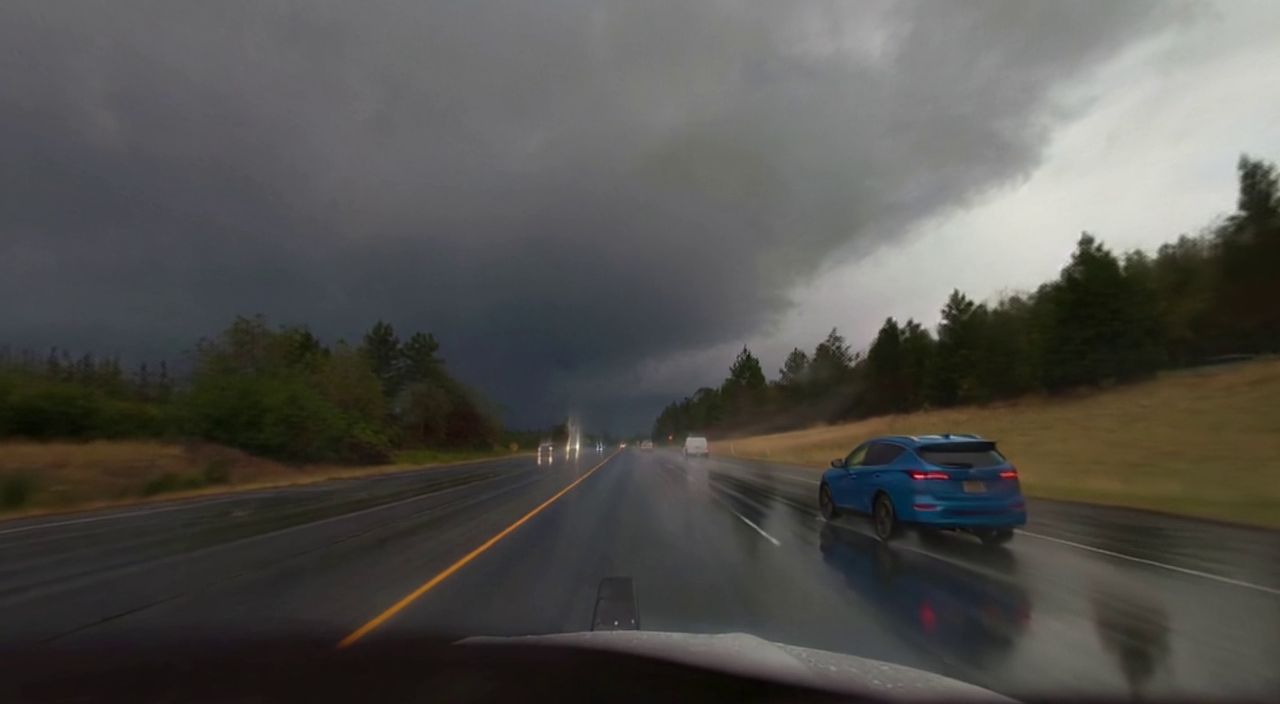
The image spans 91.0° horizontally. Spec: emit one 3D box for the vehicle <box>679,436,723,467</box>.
[{"bbox_3d":[3.450,5.727,36.398,2.043,1.673,4.016,0,-8,-2],"label":"vehicle"}]

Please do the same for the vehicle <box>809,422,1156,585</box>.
[{"bbox_3d":[3.821,1.734,8.124,1.999,1.501,4.221,0,-8,-2],"label":"vehicle"}]
